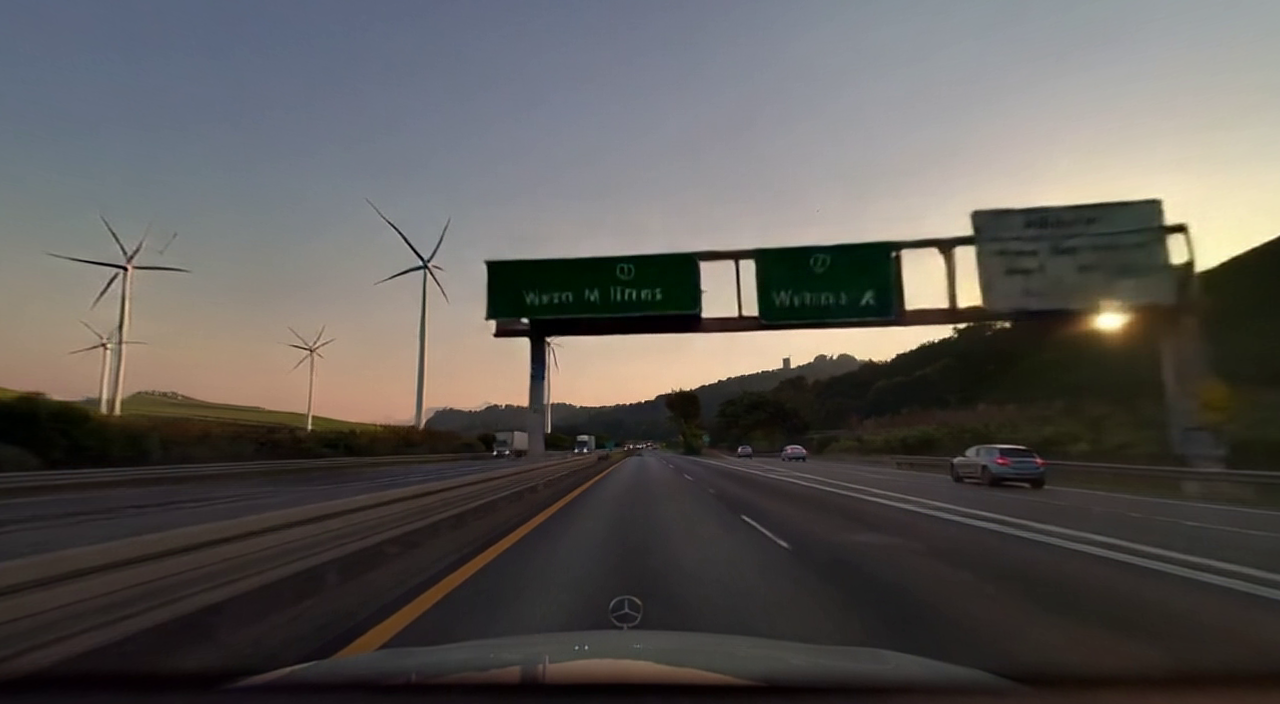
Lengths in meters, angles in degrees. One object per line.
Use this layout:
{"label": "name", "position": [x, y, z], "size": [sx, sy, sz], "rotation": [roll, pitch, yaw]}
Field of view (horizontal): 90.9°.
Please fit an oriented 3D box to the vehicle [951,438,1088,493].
{"label": "vehicle", "position": [12.953, 3.896, 21.946], "size": [1.897, 1.669, 4.825], "rotation": [0, -9, 2]}
